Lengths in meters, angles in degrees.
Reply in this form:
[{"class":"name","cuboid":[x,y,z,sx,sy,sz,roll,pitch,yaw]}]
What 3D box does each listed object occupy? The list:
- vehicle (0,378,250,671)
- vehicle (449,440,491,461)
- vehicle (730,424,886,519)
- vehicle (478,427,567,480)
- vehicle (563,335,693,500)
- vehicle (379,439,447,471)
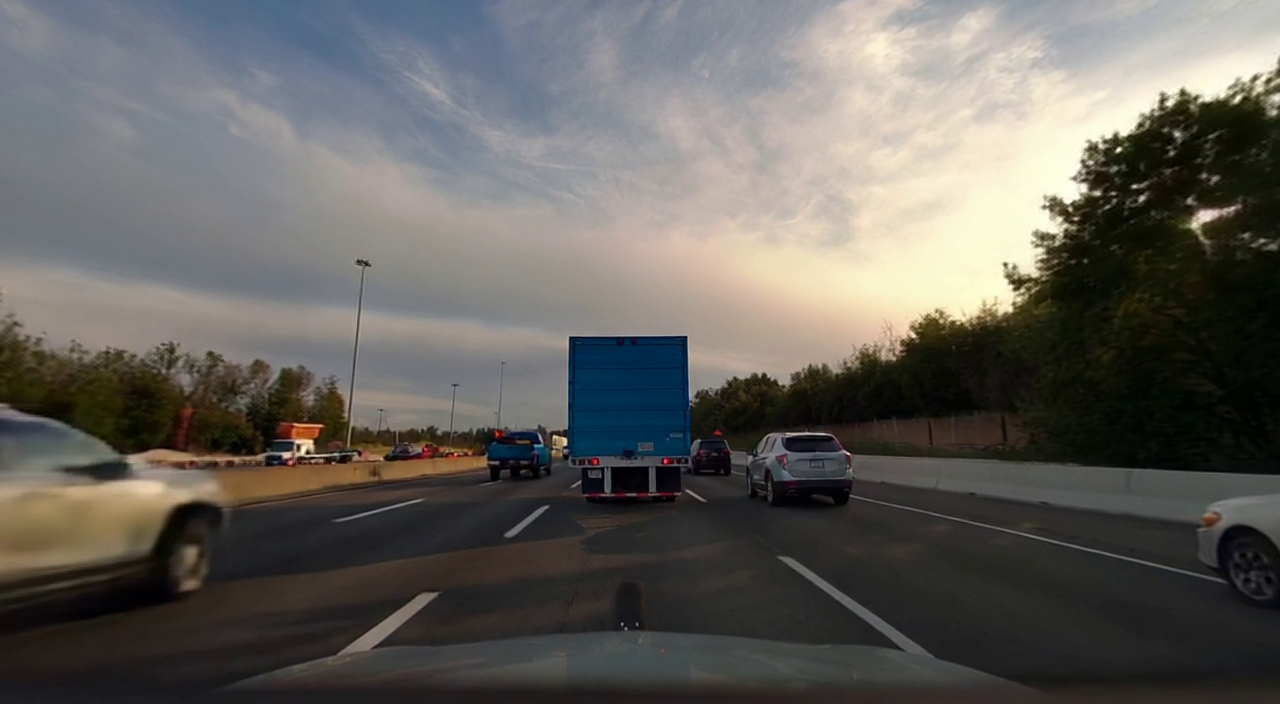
[{"class":"vehicle","cuboid":[-4.876,1.022,3.735,2.095,1.736,4.529,0,-9,1]},{"class":"vehicle","cuboid":[-13.261,7.686,49.305,1.887,1.511,4.152,0,-9,4]},{"class":"vehicle","cuboid":[3.360,2.488,13.566,2.103,1.713,4.173,1,-9,-2]},{"class":"vehicle","cuboid":[-4.727,4.234,26.471,2.421,1.965,5.980,0,-9,1]},{"class":"vehicle","cuboid":[-0.426,2.308,20.200,3.067,3.940,10.154,1,-9,-2]},{"class":"vehicle","cuboid":[-13.502,6.128,37.787,2.054,1.708,4.663,2,-8,4]}]
